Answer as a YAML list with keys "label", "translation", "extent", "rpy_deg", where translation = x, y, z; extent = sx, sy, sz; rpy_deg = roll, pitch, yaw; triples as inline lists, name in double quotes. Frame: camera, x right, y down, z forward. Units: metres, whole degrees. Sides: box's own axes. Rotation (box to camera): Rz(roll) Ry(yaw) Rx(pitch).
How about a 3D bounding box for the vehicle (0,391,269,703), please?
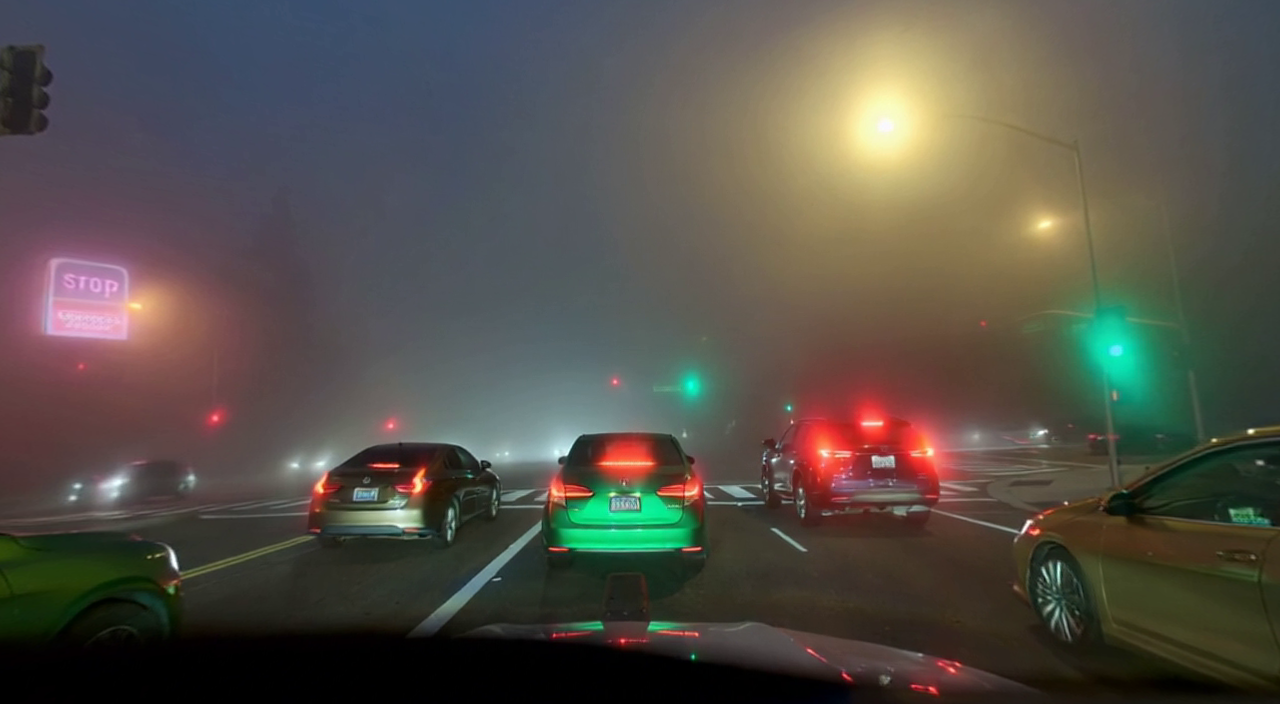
- label: "vehicle"
  translation: [-3.477, 0.847, 1.834]
  extent: [2.016, 1.547, 4.414]
  rpy_deg: [0, -8, 1]

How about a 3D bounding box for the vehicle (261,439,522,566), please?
- label: "vehicle"
  translation: [-3.303, 2.073, 9.539]
  extent: [1.995, 1.436, 4.373]
  rpy_deg: [-1, -8, 3]

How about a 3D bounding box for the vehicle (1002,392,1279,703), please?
- label: "vehicle"
  translation: [3.940, 0.971, 3.094]
  extent: [1.800, 1.519, 4.198]
  rpy_deg: [0, -8, 0]

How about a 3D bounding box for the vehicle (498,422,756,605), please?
- label: "vehicle"
  translation: [-0.130, 1.655, 7.387]
  extent: [2.140, 1.499, 4.119]
  rpy_deg: [0, -8, -1]

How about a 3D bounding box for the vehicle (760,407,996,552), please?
- label: "vehicle"
  translation: [3.309, 1.867, 9.832]
  extent: [1.992, 1.744, 4.183]
  rpy_deg: [0, -8, 0]
